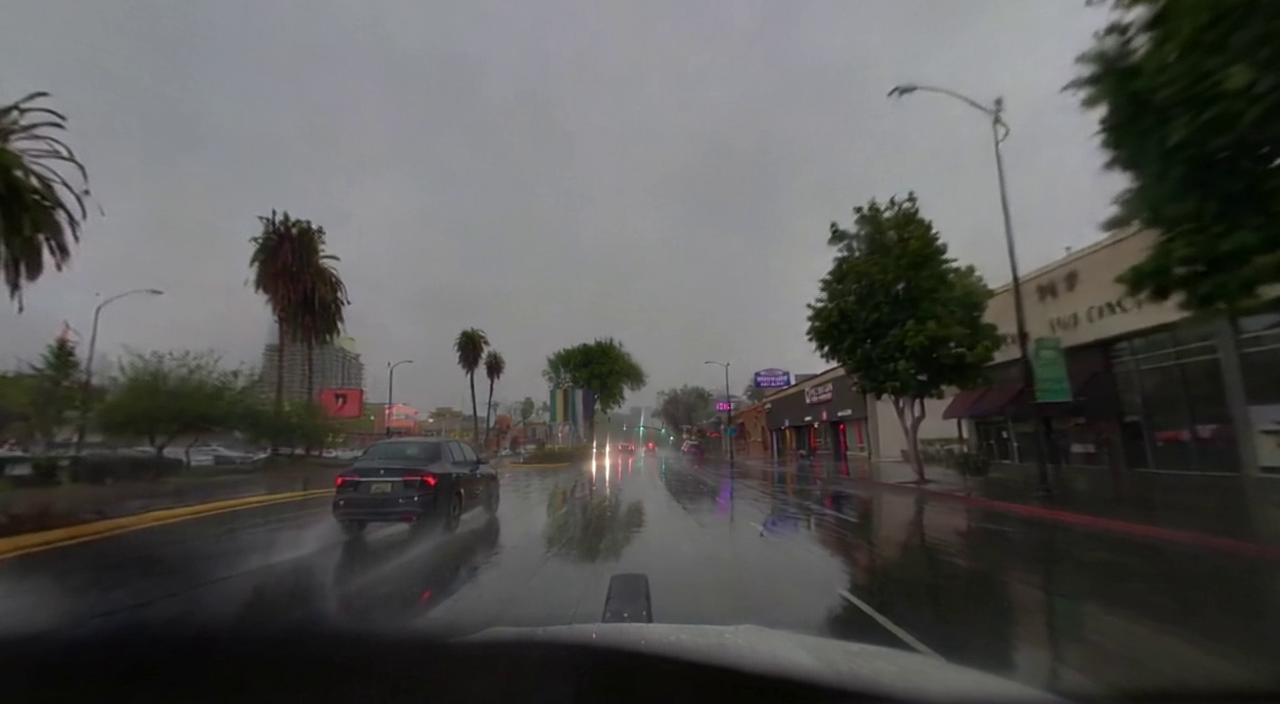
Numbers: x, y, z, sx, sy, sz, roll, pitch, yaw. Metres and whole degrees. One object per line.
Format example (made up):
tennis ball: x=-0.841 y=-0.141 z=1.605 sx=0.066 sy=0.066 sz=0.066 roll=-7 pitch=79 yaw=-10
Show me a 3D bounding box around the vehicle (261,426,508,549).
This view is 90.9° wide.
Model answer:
vehicle: x=-3.655 y=2.021 z=10.110 sx=2.032 sy=1.511 sz=4.424 roll=0 pitch=-8 yaw=1
